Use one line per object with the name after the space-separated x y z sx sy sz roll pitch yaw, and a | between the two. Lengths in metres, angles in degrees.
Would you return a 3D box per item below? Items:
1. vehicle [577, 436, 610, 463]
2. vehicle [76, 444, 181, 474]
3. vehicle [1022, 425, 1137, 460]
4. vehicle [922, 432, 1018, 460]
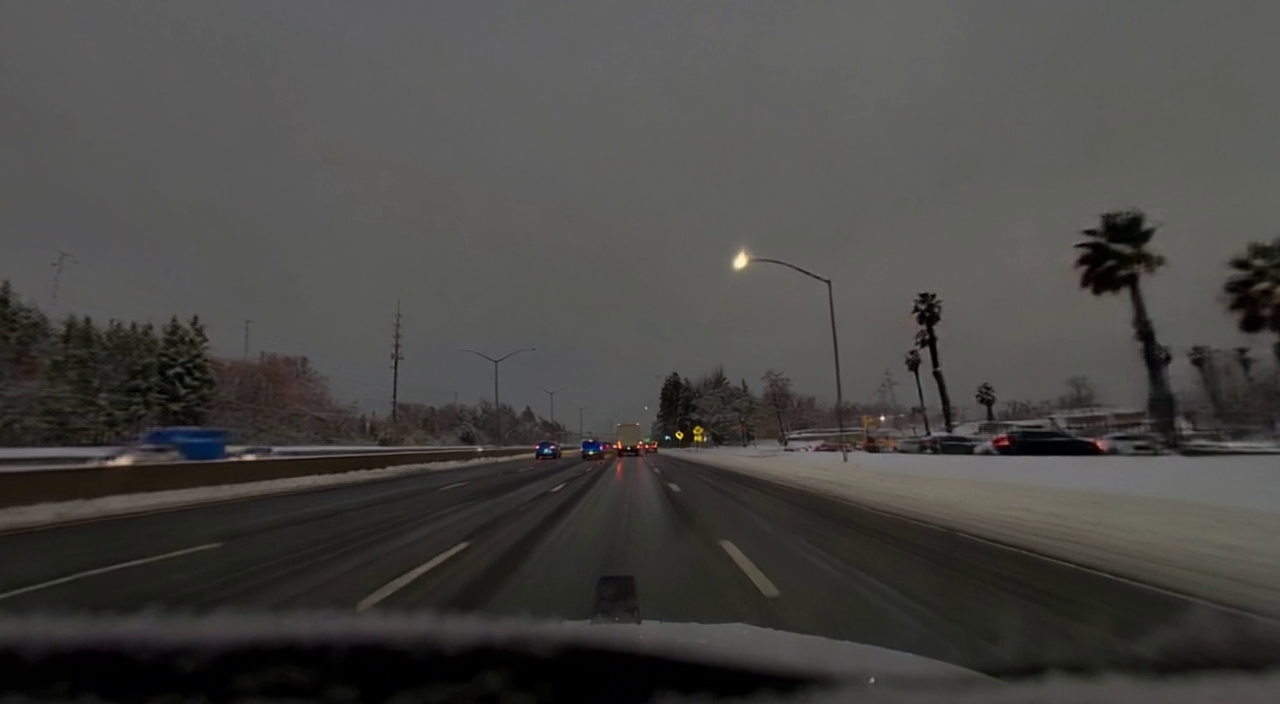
-3.598 7.690 49.899 2.390 2.007 4.901 0 -9 -1 | vehicle
-29.615 6.213 36.845 2.045 1.597 4.864 0 -9 0 | vehicle
23.586 4.873 34.032 4.675 1.823 2.059 0 -8 -2 | vehicle
22.720 6.489 43.646 5.372 1.852 2.284 0 -8 -1 | vehicle
